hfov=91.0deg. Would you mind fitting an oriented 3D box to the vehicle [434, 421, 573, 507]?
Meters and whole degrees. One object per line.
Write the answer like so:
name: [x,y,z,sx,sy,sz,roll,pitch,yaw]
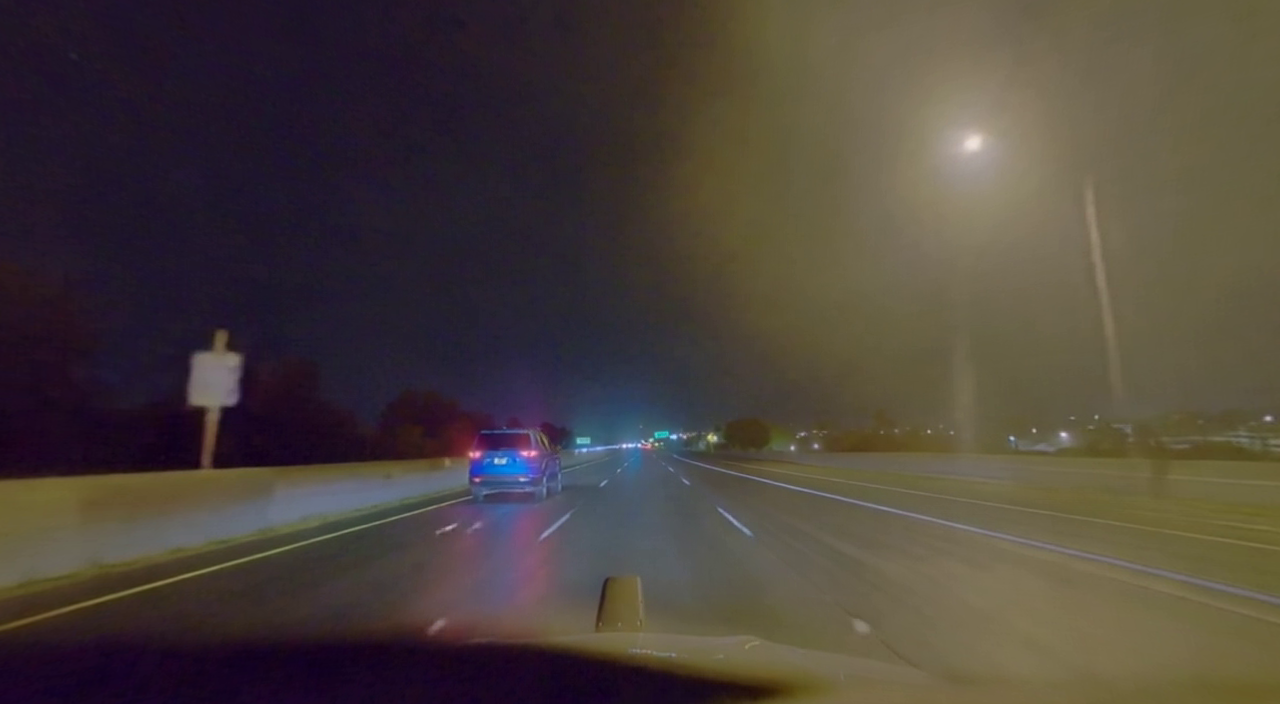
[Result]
vehicle: [-3.433,2.992,17.315,2.431,1.928,5.760,0,-9,1]
